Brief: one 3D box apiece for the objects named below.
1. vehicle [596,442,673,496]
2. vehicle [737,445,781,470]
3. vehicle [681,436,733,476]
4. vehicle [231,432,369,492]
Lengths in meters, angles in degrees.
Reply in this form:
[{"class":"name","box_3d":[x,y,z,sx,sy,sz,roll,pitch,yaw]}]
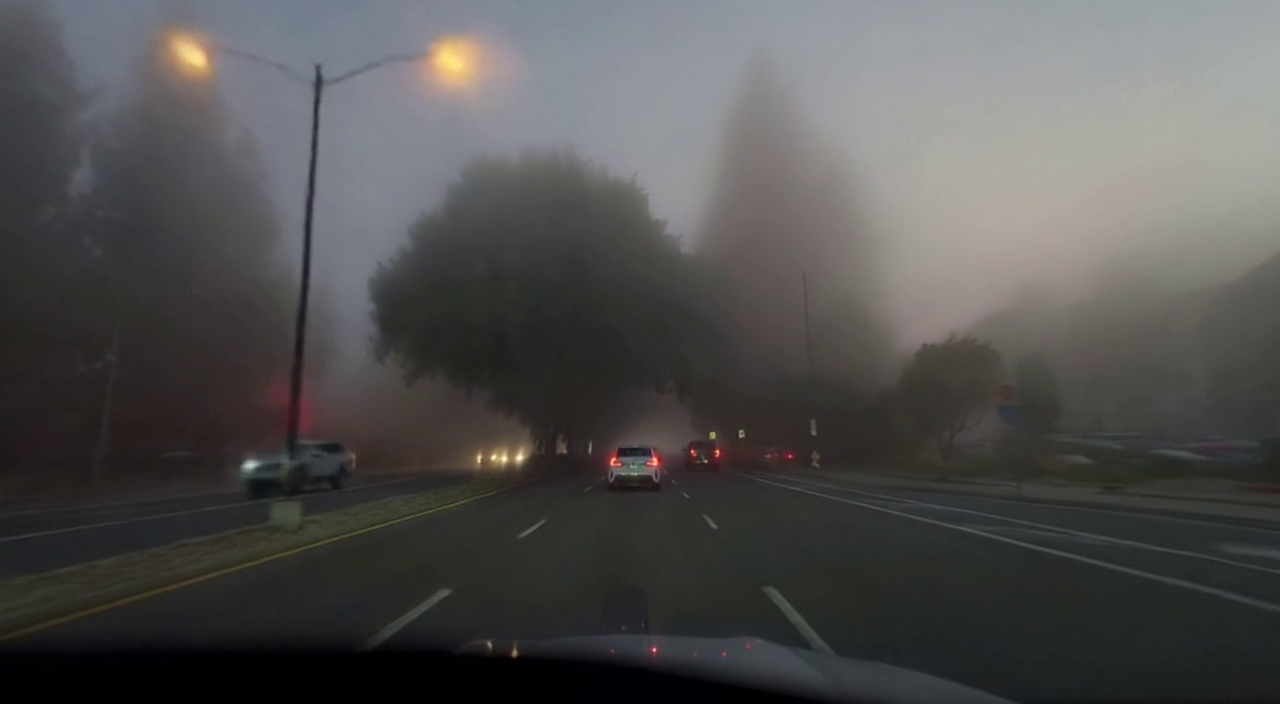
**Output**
[{"class":"vehicle","box_3d":[-0.139,3.534,19.556,2.140,1.474,4.026,0,-8,0]},{"class":"vehicle","box_3d":[7.749,6.906,41.431,1.980,1.497,4.345,0,-8,0]},{"class":"vehicle","box_3d":[3.247,5.125,31.377,2.073,1.822,4.276,0,-8,0]},{"class":"vehicle","box_3d":[-11.751,3.814,22.216,2.370,1.892,4.343,0,-8,1]}]
